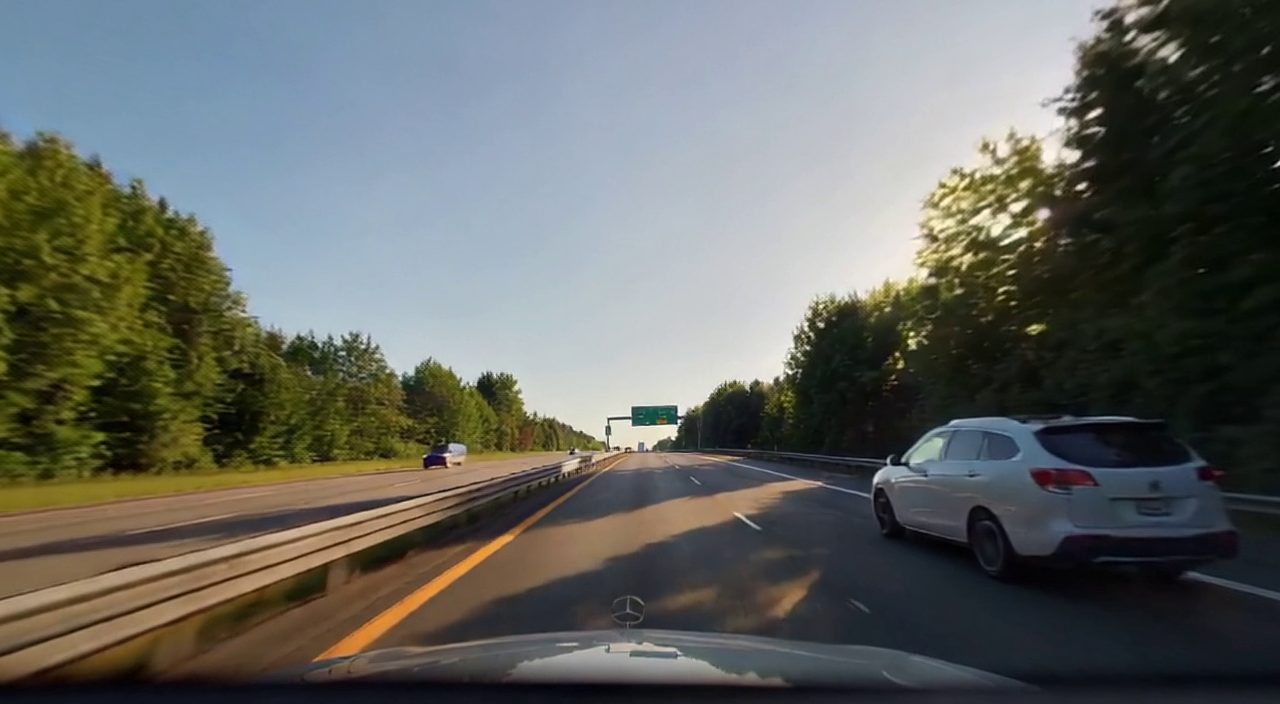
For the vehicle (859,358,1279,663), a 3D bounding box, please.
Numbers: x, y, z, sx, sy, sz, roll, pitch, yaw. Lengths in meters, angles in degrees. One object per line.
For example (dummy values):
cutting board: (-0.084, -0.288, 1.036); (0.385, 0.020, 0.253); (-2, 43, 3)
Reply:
vehicle: (4.209, 1.274, 6.181); (2.360, 1.798, 4.781); (0, -8, 0)
